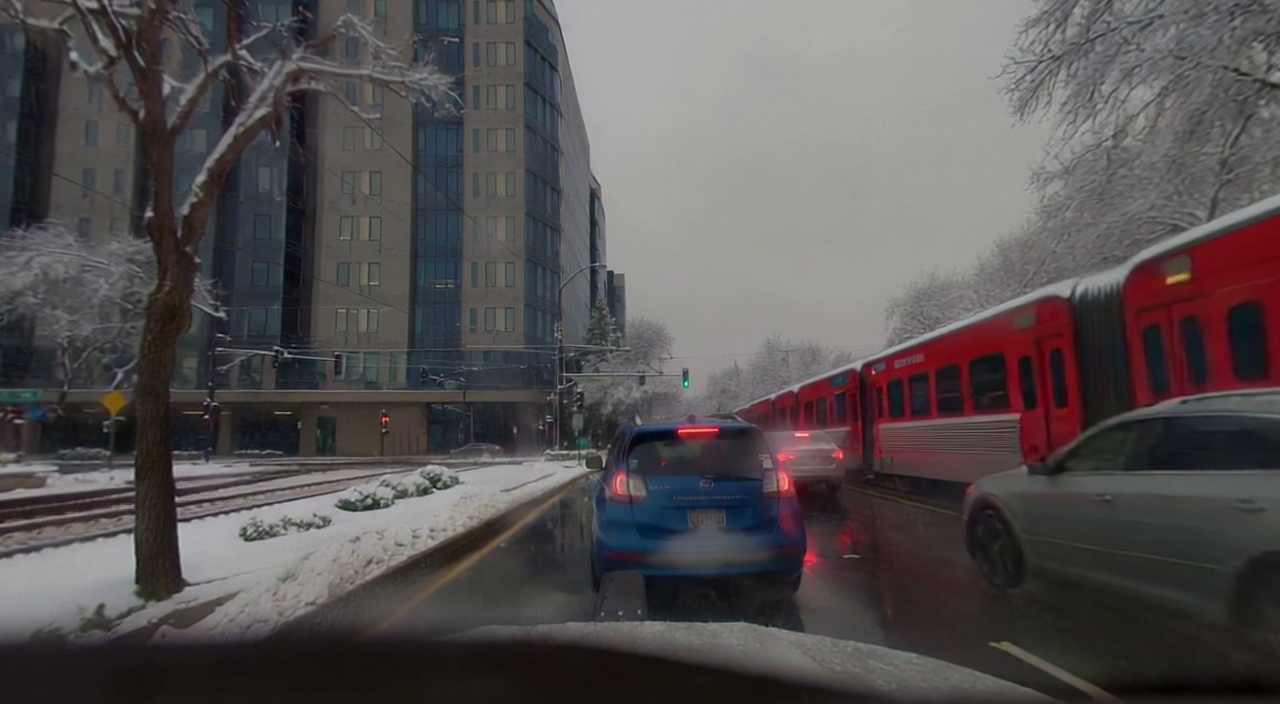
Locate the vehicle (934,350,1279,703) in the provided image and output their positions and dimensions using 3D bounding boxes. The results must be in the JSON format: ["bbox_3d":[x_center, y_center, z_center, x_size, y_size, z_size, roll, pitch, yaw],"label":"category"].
[{"bbox_3d":[4.252,1.028,4.107,2.165,1.760,5.064,0,-9,0],"label":"vehicle"}]

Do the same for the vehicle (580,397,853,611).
[{"bbox_3d":[0.506,1.518,7.155,2.190,1.684,4.084,0,-9,-3],"label":"vehicle"}]
